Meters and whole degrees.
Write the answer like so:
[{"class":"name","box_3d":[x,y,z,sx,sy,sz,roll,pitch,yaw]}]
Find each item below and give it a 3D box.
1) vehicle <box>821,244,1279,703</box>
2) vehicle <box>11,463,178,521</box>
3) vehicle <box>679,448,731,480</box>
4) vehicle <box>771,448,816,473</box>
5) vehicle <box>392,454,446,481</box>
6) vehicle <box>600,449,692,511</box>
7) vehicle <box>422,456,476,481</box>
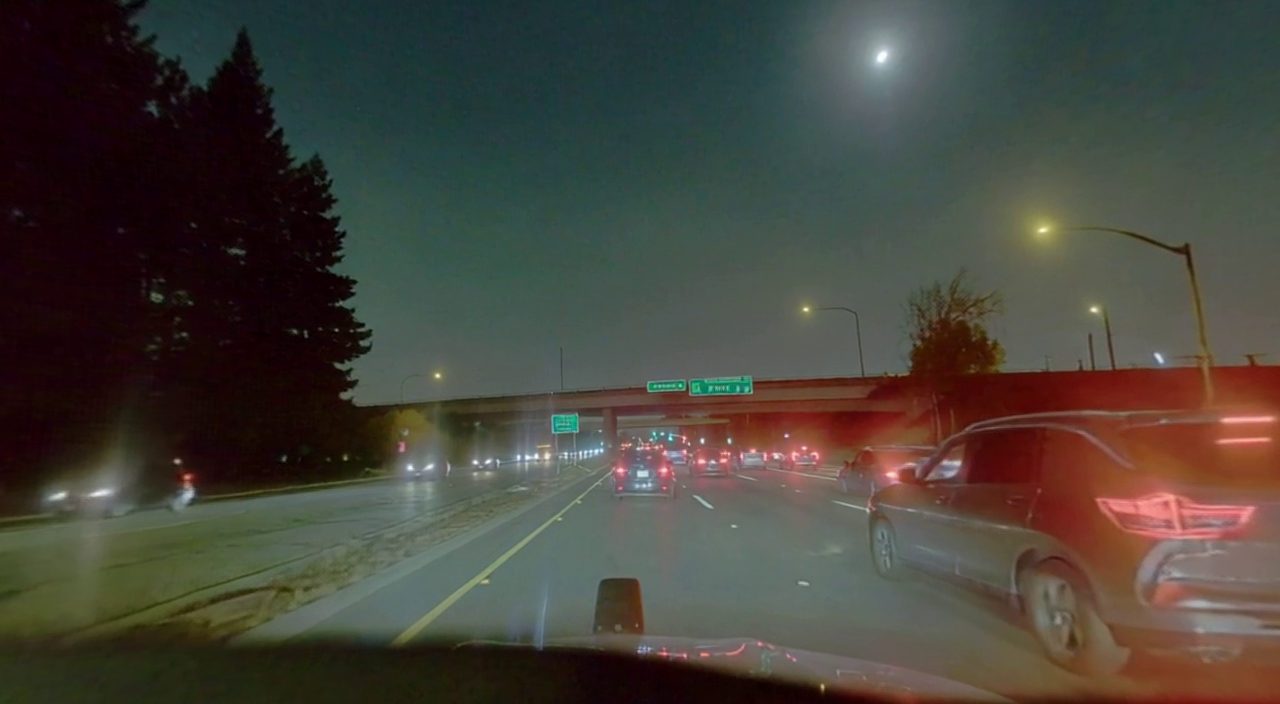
[{"class":"vehicle","box_3d":[3.483,1.034,4.455,2.719,2.033,5.876,0,-9,1]},{"class":"vehicle","box_3d":[-19.163,4.902,22.541,1.935,1.706,4.473,0,-9,0]},{"class":"vehicle","box_3d":[3.087,5.422,30.783,1.962,1.431,4.205,0,-9,-2]},{"class":"vehicle","box_3d":[9.831,6.955,40.690,1.839,1.453,3.992,0,-9,-1]},{"class":"vehicle","box_3d":[-15.774,8.243,45.374,2.026,1.800,4.854,0,-9,0]},{"class":"vehicle","box_3d":[0.113,3.127,15.882,2.027,1.341,3.775,0,-9,0]},{"class":"vehicle","box_3d":[-12.200,7.460,40.597,1.927,1.439,4.537,0,-9,2]}]
